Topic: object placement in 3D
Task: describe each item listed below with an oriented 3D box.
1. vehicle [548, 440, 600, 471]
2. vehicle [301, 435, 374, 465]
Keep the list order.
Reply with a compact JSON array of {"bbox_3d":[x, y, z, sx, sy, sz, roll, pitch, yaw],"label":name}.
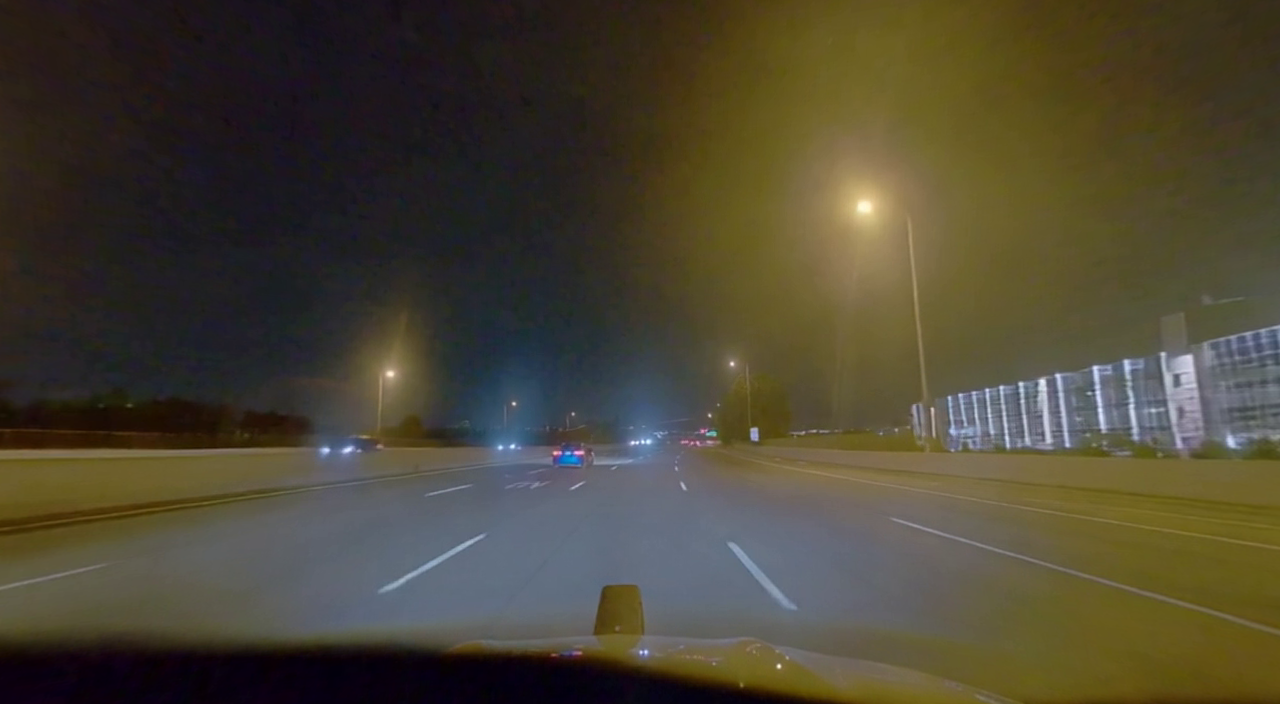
[{"bbox_3d":[-3.491,5.578,34.318,2.087,1.566,4.756,-1,-8,3],"label":"vehicle"},{"bbox_3d":[-19.424,6.335,40.903,2.062,1.795,4.950,-1,-8,3],"label":"vehicle"}]
